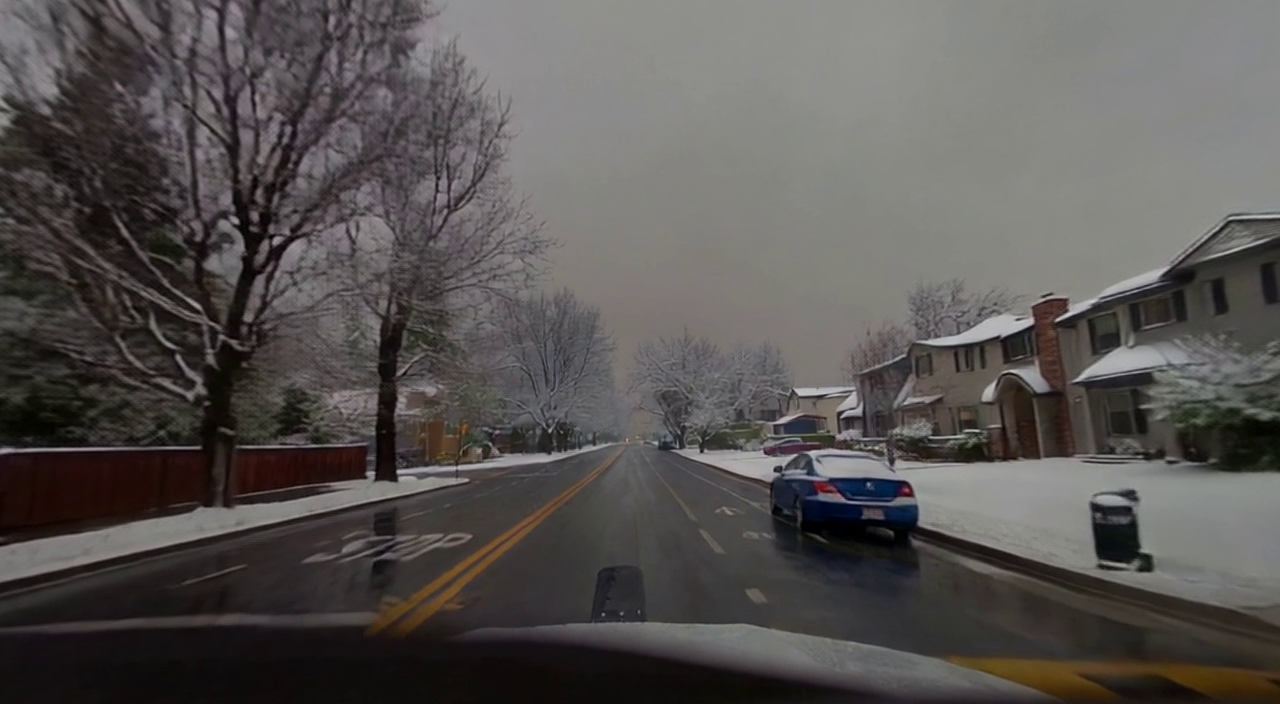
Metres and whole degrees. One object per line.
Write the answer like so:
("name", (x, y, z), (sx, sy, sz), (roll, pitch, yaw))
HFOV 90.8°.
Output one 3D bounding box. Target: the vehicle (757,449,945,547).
("vehicle", (3.714, 2.624, 12.116), (1.961, 1.472, 4.434), (0, -8, -1))
